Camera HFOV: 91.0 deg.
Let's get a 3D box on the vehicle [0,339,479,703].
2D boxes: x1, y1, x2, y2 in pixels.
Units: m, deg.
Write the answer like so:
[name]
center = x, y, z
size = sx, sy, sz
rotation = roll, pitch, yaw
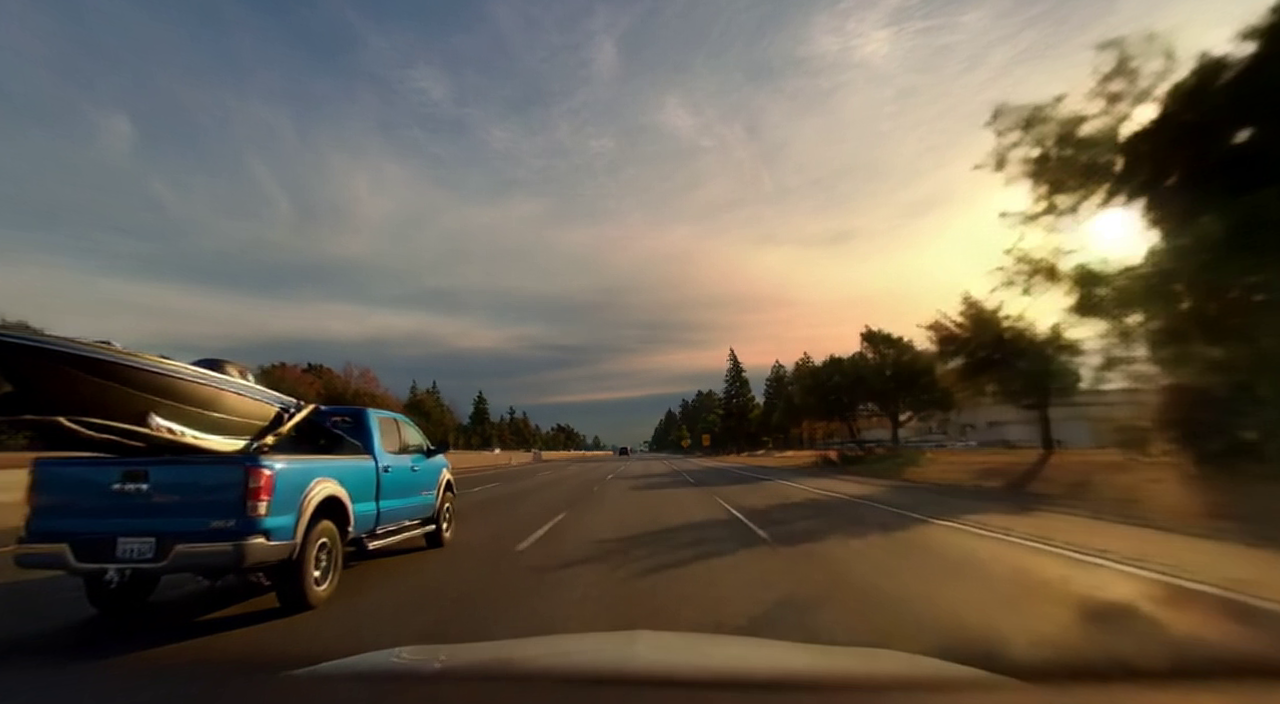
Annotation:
[vehicle]
center = -3.200, 1.215, 5.345
size = 2.202, 1.836, 5.009
rotation = 0, -8, 1
